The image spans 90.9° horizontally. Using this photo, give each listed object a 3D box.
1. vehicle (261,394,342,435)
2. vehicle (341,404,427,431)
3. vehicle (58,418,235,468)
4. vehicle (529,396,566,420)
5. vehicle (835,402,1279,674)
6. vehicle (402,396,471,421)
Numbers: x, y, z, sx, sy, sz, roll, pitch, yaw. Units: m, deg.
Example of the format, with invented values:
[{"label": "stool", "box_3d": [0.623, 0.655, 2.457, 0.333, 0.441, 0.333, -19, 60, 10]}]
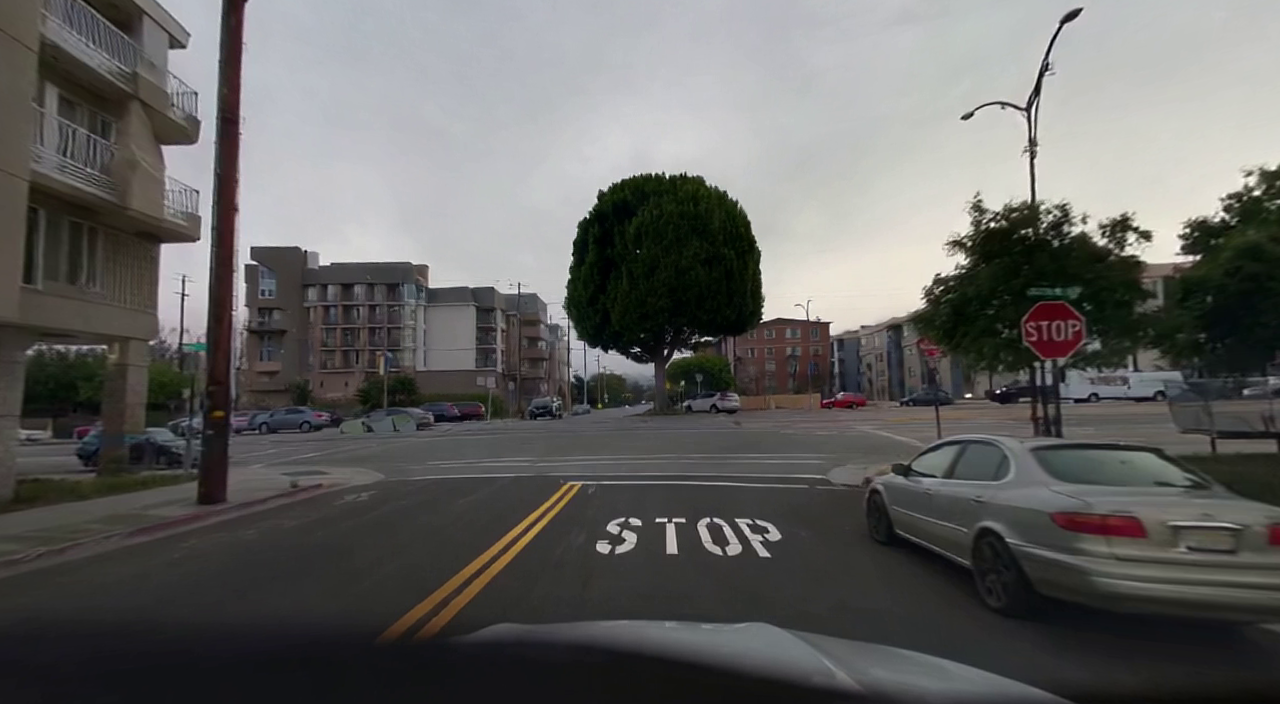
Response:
[{"label": "vehicle", "box_3d": [-19.965, 3.728, 37.277, 3.506, 2.261, 2.158, -2, -8, 9]}, {"label": "vehicle", "box_3d": [-14.833, 3.827, 36.612, 4.233, 1.432, 1.755, -2, -9, 10]}, {"label": "vehicle", "box_3d": [-16.760, 3.114, 21.531, 4.525, 1.596, 2.085, -2, -8, 8]}, {"label": "vehicle", "box_3d": [-6.427, 3.872, 44.202, 2.156, 1.620, 4.945, 0, -4, -4]}, {"label": "vehicle", "box_3d": [3.571, 1.346, 5.739, 2.025, 1.492, 4.291, 0, -8, -3]}, {"label": "vehicle", "box_3d": [-15.437, 4.347, 48.063, 2.010, 1.583, 4.582, -7, -11, 37]}]
